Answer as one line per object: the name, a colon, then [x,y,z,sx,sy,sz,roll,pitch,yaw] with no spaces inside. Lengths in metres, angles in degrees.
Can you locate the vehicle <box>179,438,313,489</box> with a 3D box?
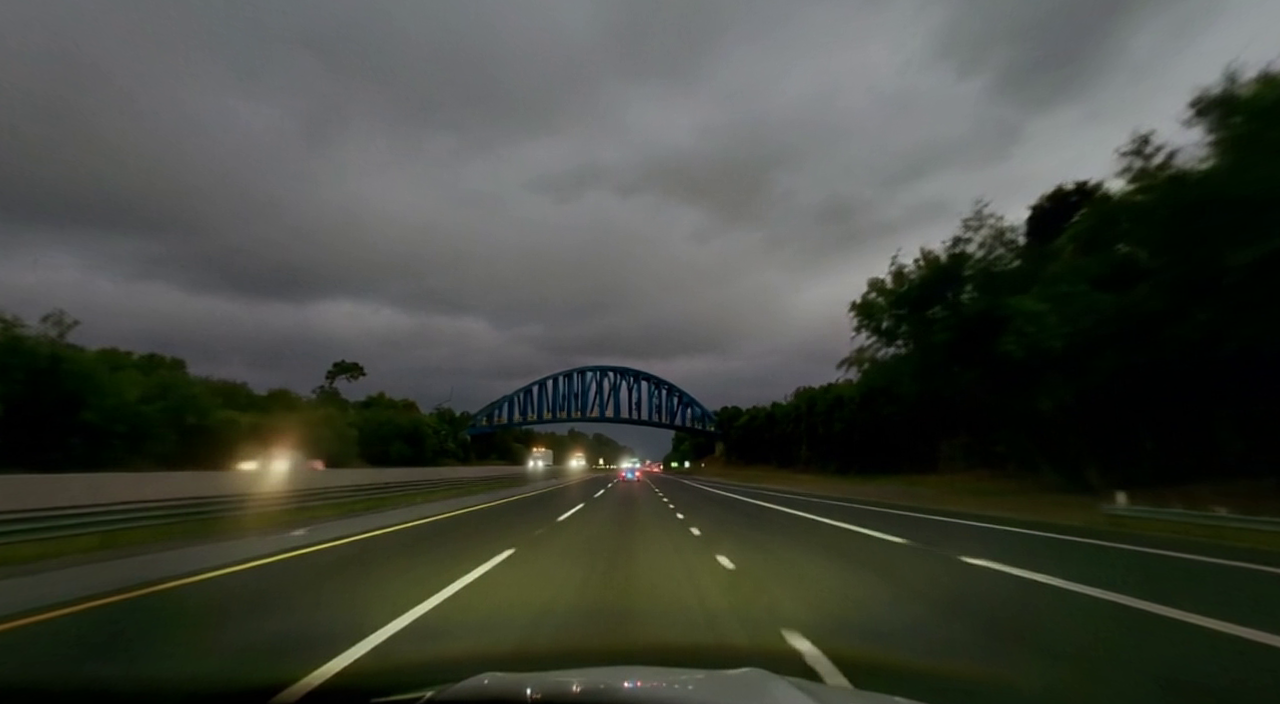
vehicle: [-15.986,4.623,25.951,2.122,1.838,5.275,1,-11,-1]
